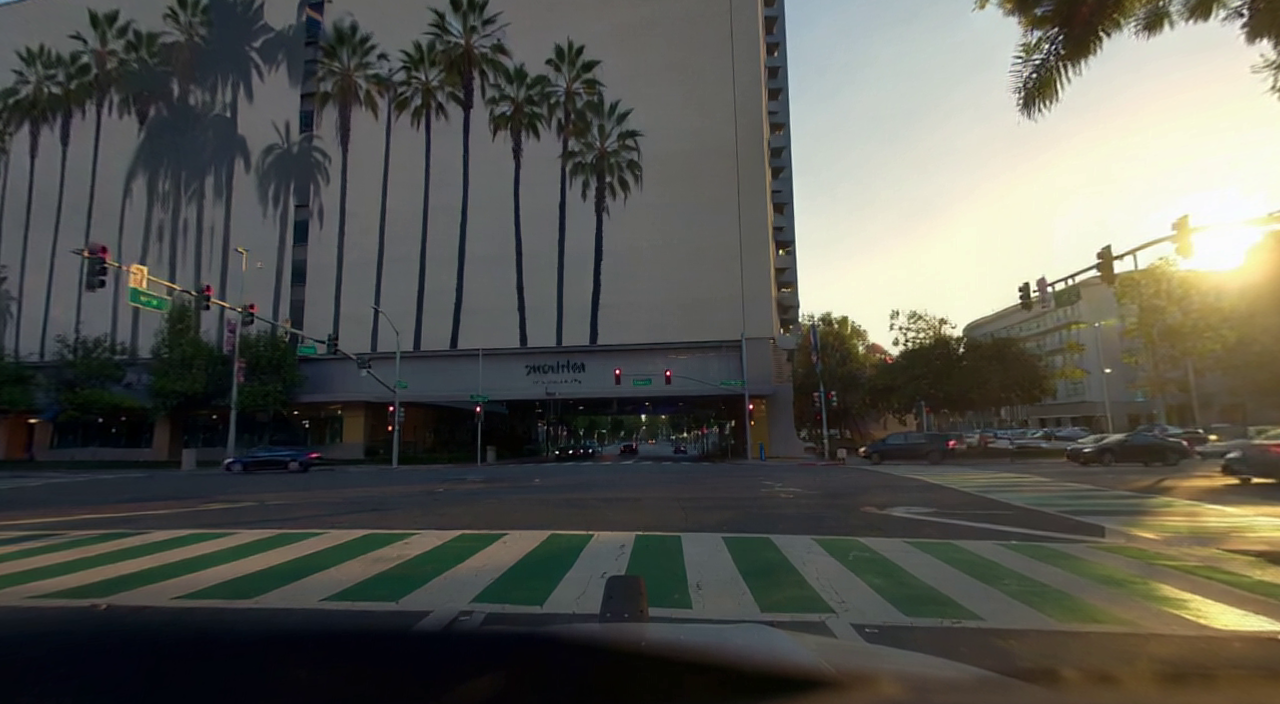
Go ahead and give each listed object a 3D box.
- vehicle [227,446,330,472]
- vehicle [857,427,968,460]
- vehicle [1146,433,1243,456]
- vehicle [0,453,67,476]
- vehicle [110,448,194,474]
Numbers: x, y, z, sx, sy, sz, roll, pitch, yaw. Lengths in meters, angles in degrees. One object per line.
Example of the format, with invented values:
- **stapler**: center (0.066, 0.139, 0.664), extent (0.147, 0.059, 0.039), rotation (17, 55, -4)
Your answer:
- **vehicle**: center (-21.178, 6.287, 37.013), extent (4.893, 1.458, 1.791), rotation (0, -8, -1)
- **vehicle**: center (15.944, 5.385, 37.104), extent (5.477, 1.880, 2.125), rotation (0, -8, 1)
- **vehicle**: center (36.186, 6.026, 41.225), extent (4.606, 1.449, 1.687), rotation (0, -8, 2)
- **vehicle**: center (-41.633, 7.607, 42.794), extent (3.698, 1.508, 1.779), rotation (0, -8, 1)
- **vehicle**: center (-33.060, 7.400, 42.779), extent (4.136, 1.661, 1.857), rotation (0, -8, 0)
